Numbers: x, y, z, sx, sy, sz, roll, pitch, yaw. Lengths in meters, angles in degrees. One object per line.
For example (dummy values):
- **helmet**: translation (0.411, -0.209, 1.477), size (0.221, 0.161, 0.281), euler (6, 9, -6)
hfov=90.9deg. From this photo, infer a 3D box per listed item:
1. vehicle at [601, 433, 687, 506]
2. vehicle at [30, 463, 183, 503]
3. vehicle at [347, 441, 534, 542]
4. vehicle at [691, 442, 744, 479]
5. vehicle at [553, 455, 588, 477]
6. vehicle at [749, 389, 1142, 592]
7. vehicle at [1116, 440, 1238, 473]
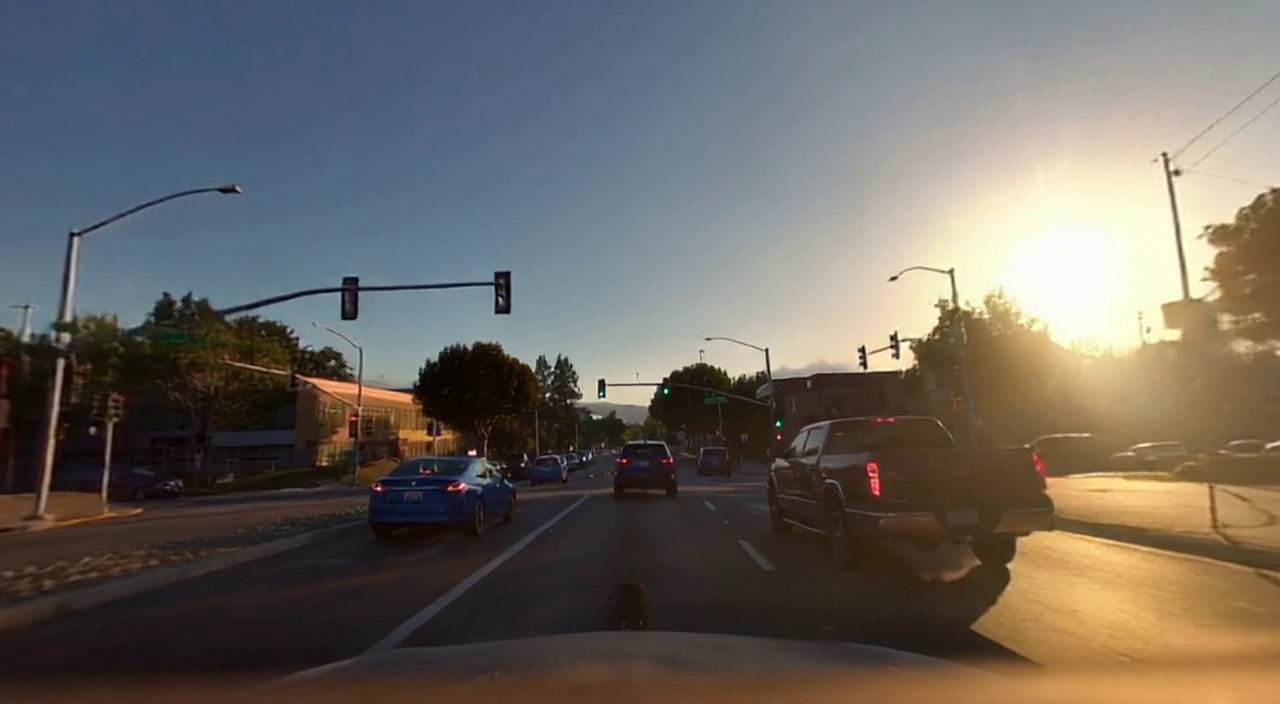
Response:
- **vehicle**: translation (0.128, 3.150, 17.430), size (2.113, 1.768, 3.901), euler (0, -8, 1)
- **vehicle**: translation (-24.232, 5.965, 28.796), size (5.100, 1.533, 2.032), euler (-1, -8, 0)
- **vehicle**: translation (-3.376, 2.420, 11.825), size (1.909, 1.476, 4.751), euler (0, -8, 1)
- **vehicle**: translation (4.324, 6.160, 36.190), size (2.408, 1.908, 5.355), euler (0, -8, 1)
- **vehicle**: translation (-5.056, 8.306, 46.002), size (1.882, 1.342, 3.755), euler (-4, -8, 3)
- **vehicle**: translation (3.309, 1.680, 8.777), size (2.571, 1.857, 5.841), euler (0, -8, 0)
- **vehicle**: translation (24.939, 4.844, 29.361), size (4.180, 1.376, 1.583), euler (1, -8, 0)
